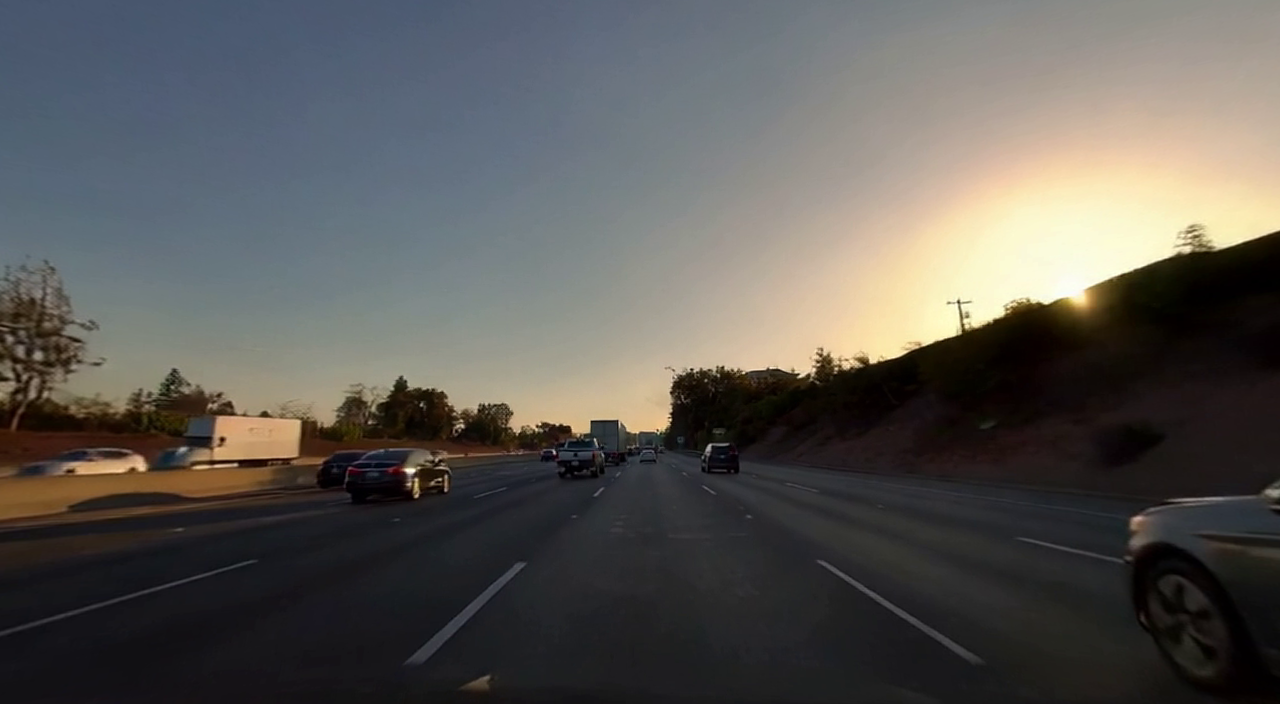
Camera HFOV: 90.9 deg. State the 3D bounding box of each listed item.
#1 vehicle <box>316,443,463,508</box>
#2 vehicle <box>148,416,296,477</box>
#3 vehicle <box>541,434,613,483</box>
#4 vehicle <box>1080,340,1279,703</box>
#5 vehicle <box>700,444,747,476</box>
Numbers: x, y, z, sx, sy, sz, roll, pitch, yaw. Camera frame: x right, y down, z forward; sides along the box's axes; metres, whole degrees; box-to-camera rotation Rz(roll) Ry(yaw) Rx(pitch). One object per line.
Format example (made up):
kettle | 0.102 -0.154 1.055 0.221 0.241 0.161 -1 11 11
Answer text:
vehicle | -6.553 3.255 17.102 2.235 1.506 4.159 0 -8 1
vehicle | -28.248 6.524 43.547 2.942 3.699 10.305 0 -9 1
vehicle | -2.754 4.918 29.587 2.645 2.023 6.491 0 -9 1
vehicle | 3.363 0.610 1.141 2.028 1.658 4.334 -1 -9 1
vehicle | 4.576 5.973 35.205 2.026 1.661 3.865 0 -8 -1
